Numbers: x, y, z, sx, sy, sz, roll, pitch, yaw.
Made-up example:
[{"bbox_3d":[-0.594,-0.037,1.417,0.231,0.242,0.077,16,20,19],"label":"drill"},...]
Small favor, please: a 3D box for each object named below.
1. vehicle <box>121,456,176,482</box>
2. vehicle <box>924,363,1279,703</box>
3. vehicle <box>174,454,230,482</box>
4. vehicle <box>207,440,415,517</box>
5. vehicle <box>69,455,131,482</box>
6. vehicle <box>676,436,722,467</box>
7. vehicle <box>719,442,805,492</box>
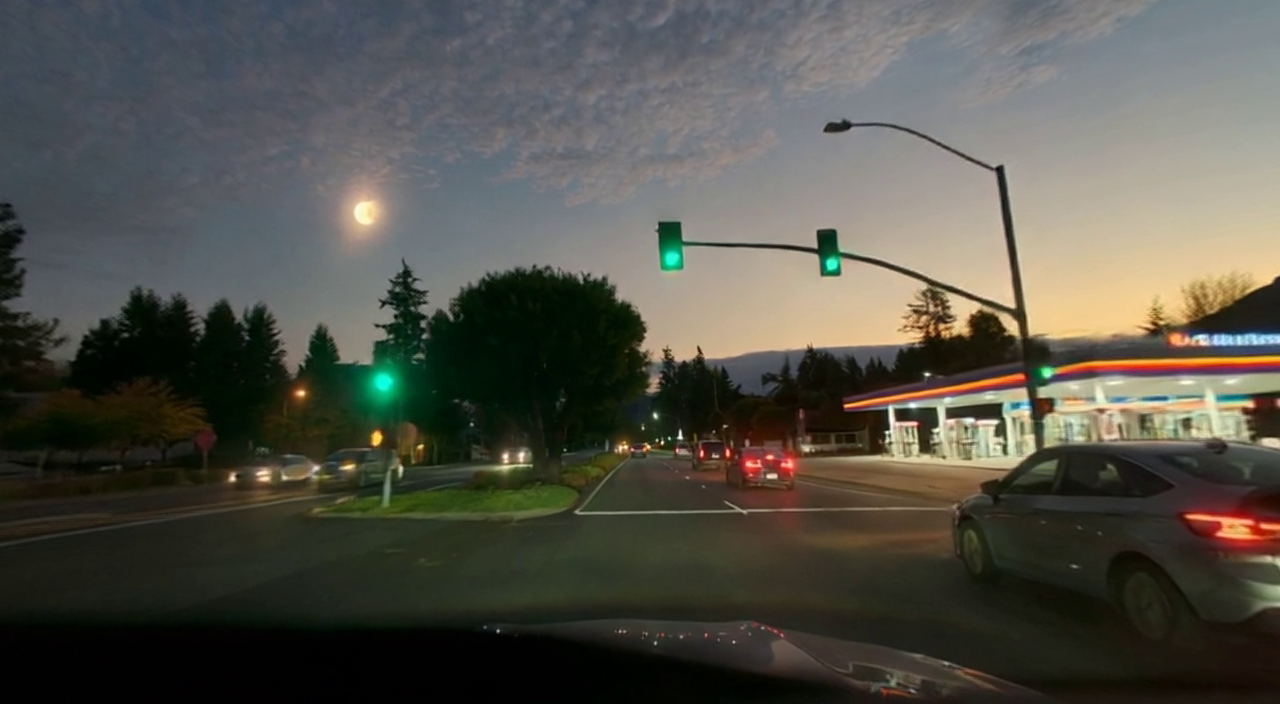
[{"bbox_3d":[-34.163,8.115,43.895,1.803,1.675,3.674,3,-9,-18],"label":"vehicle"},{"bbox_3d":[3.845,1.047,3.906,1.875,1.665,4.931,0,-9,0],"label":"vehicle"},{"bbox_3d":[-31.318,8.263,45.200,2.169,1.834,3.779,2,-9,-17],"label":"vehicle"},{"bbox_3d":[-8.229,3.173,16.567,2.842,1.476,4.980,-3,-7,0],"label":"vehicle"},{"bbox_3d":[-36.270,7.811,42.461,1.755,1.670,3.889,3,-9,-19],"label":"vehicle"},{"bbox_3d":[4.006,6.867,43.778,2.611,1.983,5.165,0,-8,-1],"label":"vehicle"},{"bbox_3d":[3.831,3.680,20.518,1.871,1.442,4.122,0,-8,-1],"label":"vehicle"}]
